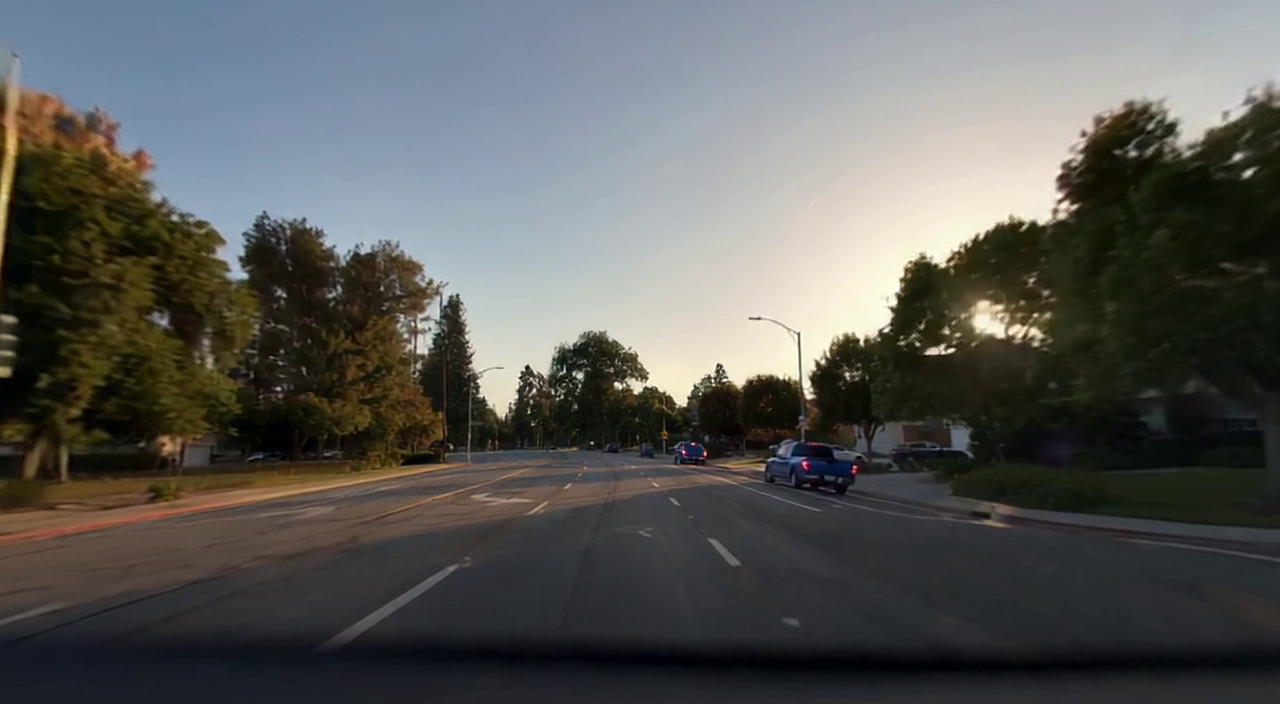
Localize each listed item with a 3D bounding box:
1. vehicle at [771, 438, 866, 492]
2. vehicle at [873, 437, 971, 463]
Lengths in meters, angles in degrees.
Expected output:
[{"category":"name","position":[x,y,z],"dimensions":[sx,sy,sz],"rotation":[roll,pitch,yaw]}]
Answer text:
[{"category":"vehicle","position":[6.261,3.992,22.727],"dimensions":[2.024,1.710,4.525],"rotation":[0,-9,-1]},{"category":"vehicle","position":[16.128,5.632,36.281],"dimensions":[4.656,1.466,1.924],"rotation":[0,-8,-1]}]
